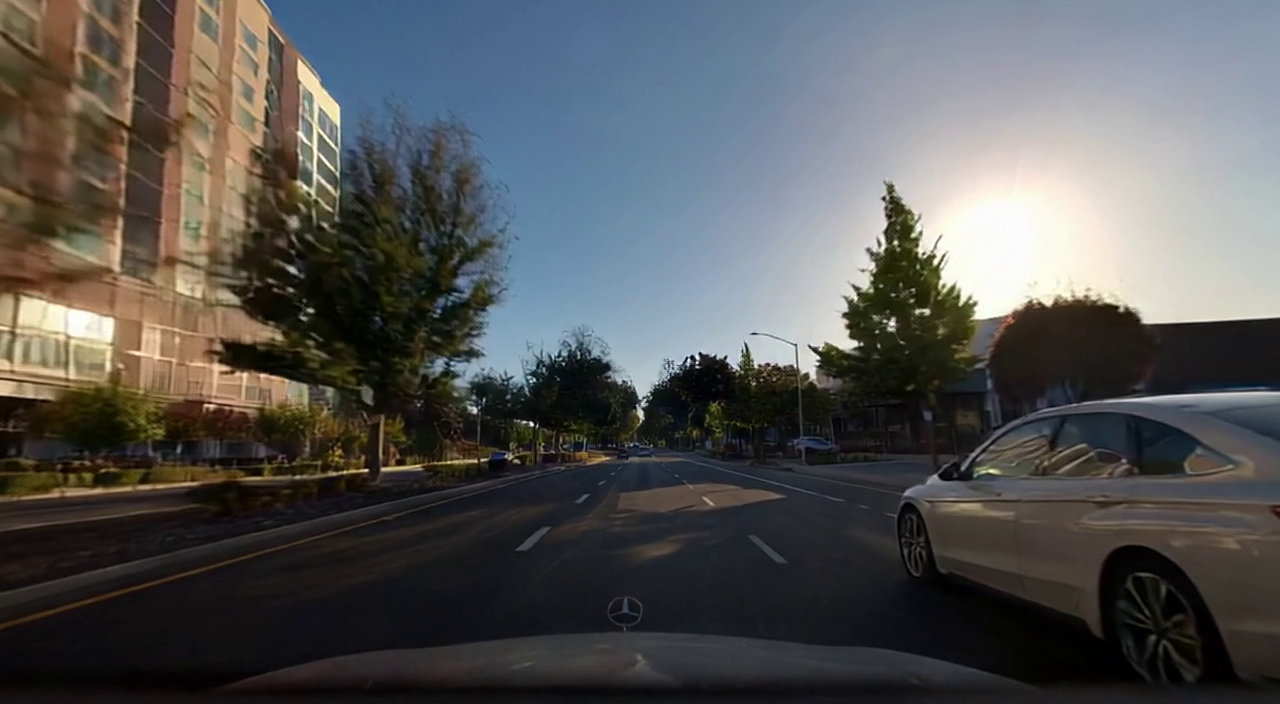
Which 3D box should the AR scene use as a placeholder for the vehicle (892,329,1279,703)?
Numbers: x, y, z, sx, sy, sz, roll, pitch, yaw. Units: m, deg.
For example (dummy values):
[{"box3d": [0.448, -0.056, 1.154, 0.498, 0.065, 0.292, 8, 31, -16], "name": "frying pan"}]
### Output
[{"box3d": [3.185, 0.903, 2.990, 2.090, 1.685, 4.436, 0, -8, 0], "name": "vehicle"}]
